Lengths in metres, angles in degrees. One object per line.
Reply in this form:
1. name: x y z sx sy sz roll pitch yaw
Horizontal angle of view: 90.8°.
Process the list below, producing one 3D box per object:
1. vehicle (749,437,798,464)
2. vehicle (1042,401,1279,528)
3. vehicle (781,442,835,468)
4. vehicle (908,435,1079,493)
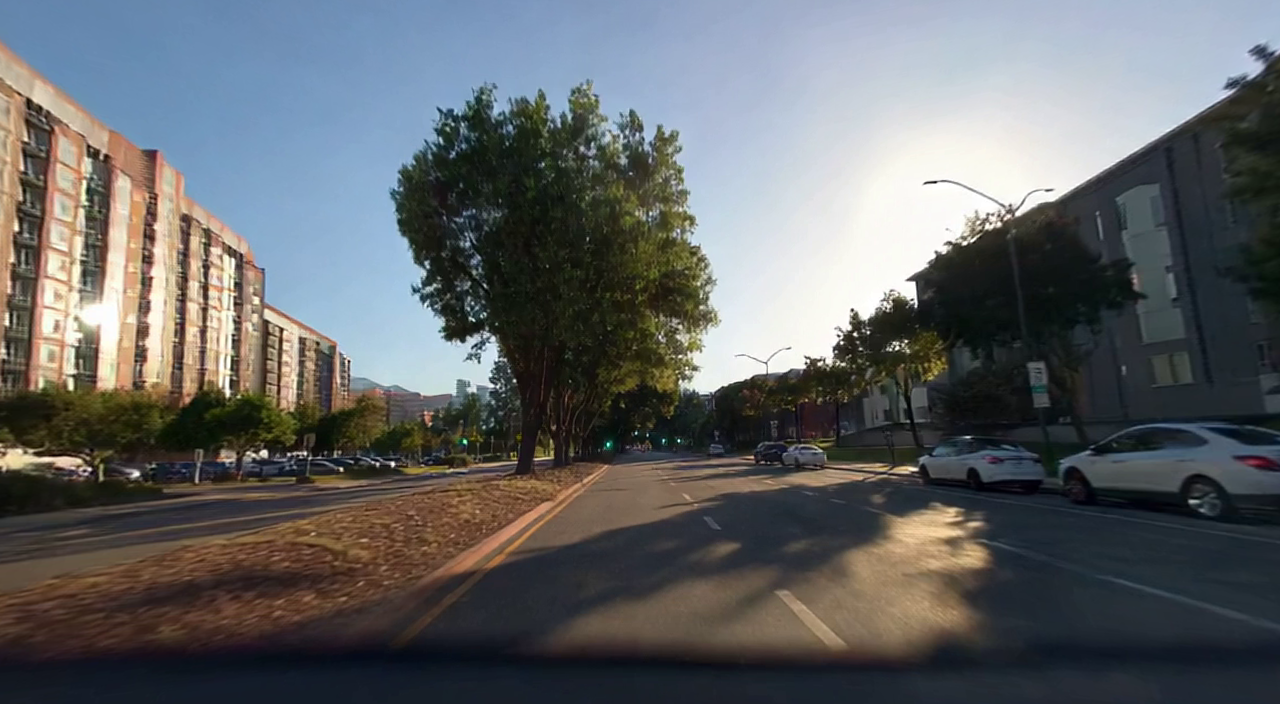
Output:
1. vehicle: 9.664 7.169 46.210 2.272 1.843 4.913 1 -9 -3
2. vehicle: 10.208 2.018 11.771 2.064 1.827 5.201 0 -9 1
3. vehicle: 9.953 6.118 37.750 1.964 1.477 4.459 0 -9 0
4. vehicle: 10.115 3.235 18.690 2.011 1.466 4.989 0 -9 -3
